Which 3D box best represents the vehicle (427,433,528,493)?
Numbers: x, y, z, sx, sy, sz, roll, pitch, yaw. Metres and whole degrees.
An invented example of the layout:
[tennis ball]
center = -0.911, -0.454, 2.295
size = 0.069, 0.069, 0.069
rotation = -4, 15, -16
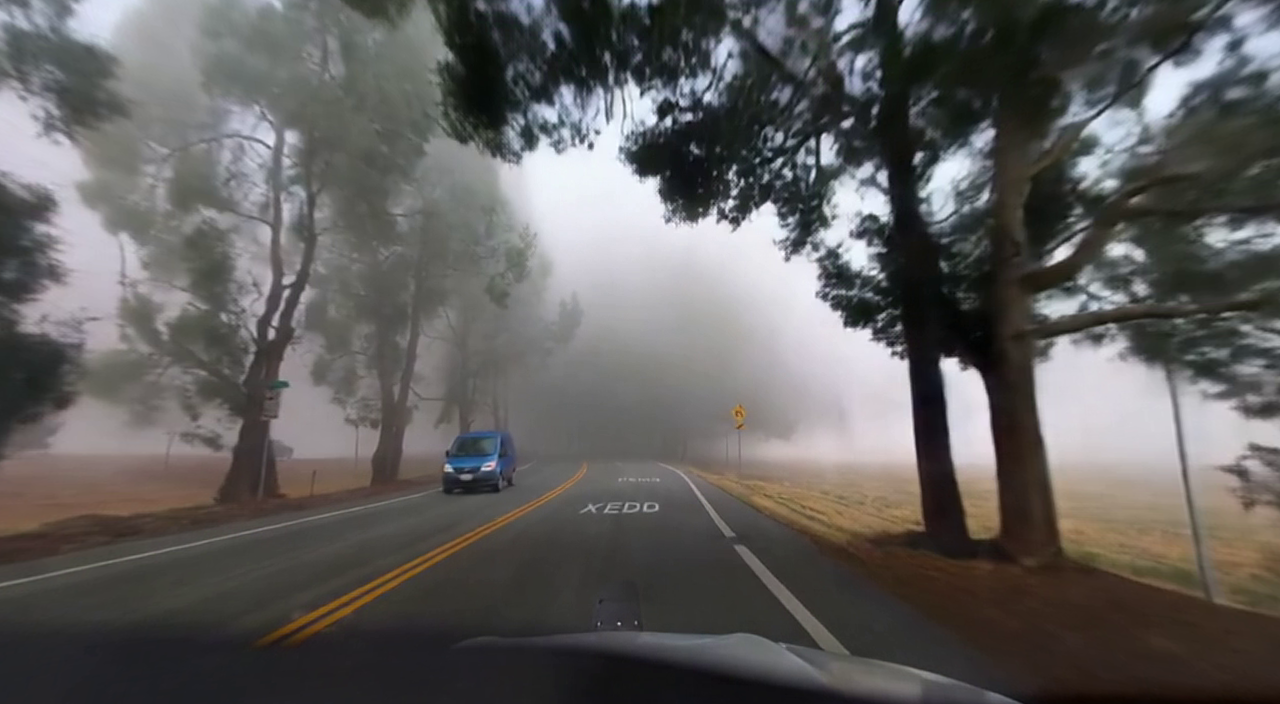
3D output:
[vehicle]
center = -5.793, 4.035, 23.366
size = 2.394, 1.900, 5.863
rotation = 0, -8, -2
